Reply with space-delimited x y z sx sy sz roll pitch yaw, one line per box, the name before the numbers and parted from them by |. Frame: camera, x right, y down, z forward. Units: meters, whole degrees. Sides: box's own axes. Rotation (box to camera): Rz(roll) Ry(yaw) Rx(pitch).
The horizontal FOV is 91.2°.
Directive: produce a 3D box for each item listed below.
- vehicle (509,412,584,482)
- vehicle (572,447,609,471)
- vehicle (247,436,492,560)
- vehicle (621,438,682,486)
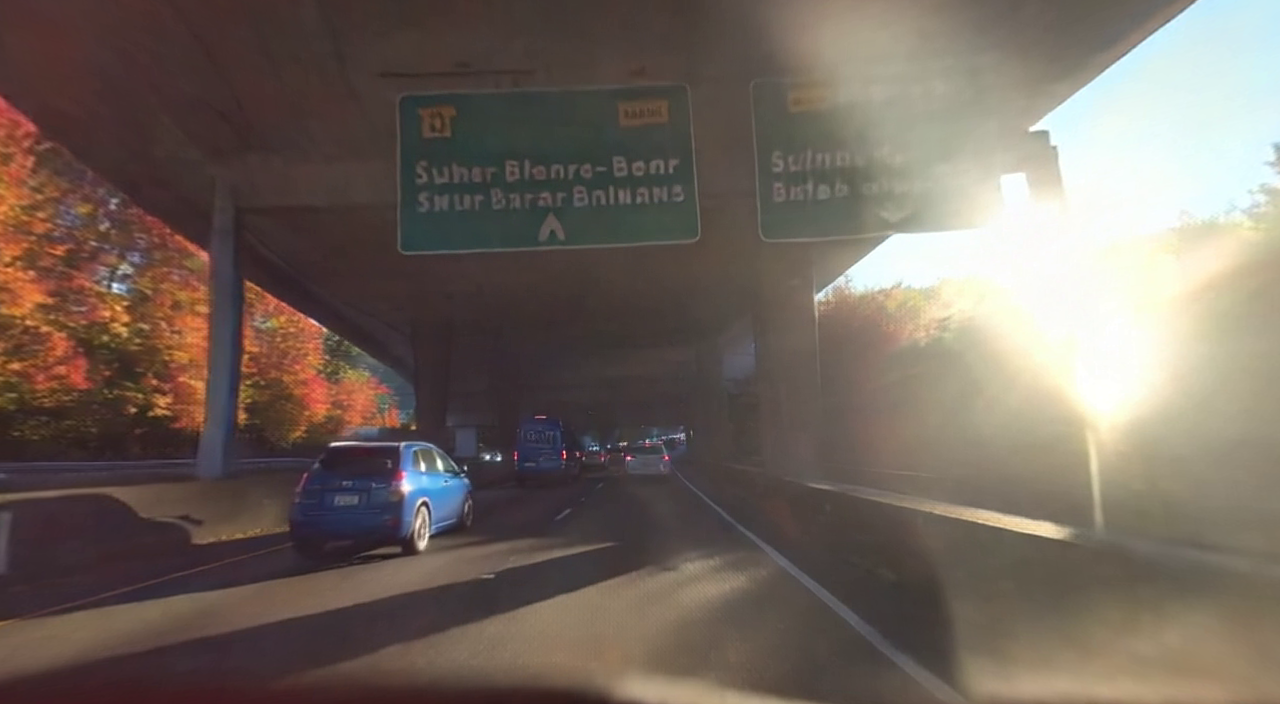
vehicle | -3.908 4.120 27.323 2.275 2.692 5.810 0 -9 1
vehicle | -3.252 7.103 41.843 2.015 1.496 4.312 -1 -9 1
vehicle | -3.759 2.086 9.658 1.977 1.485 3.973 0 -9 0
vehicle | 0.439 4.284 24.652 2.195 1.679 4.070 0 -9 1
